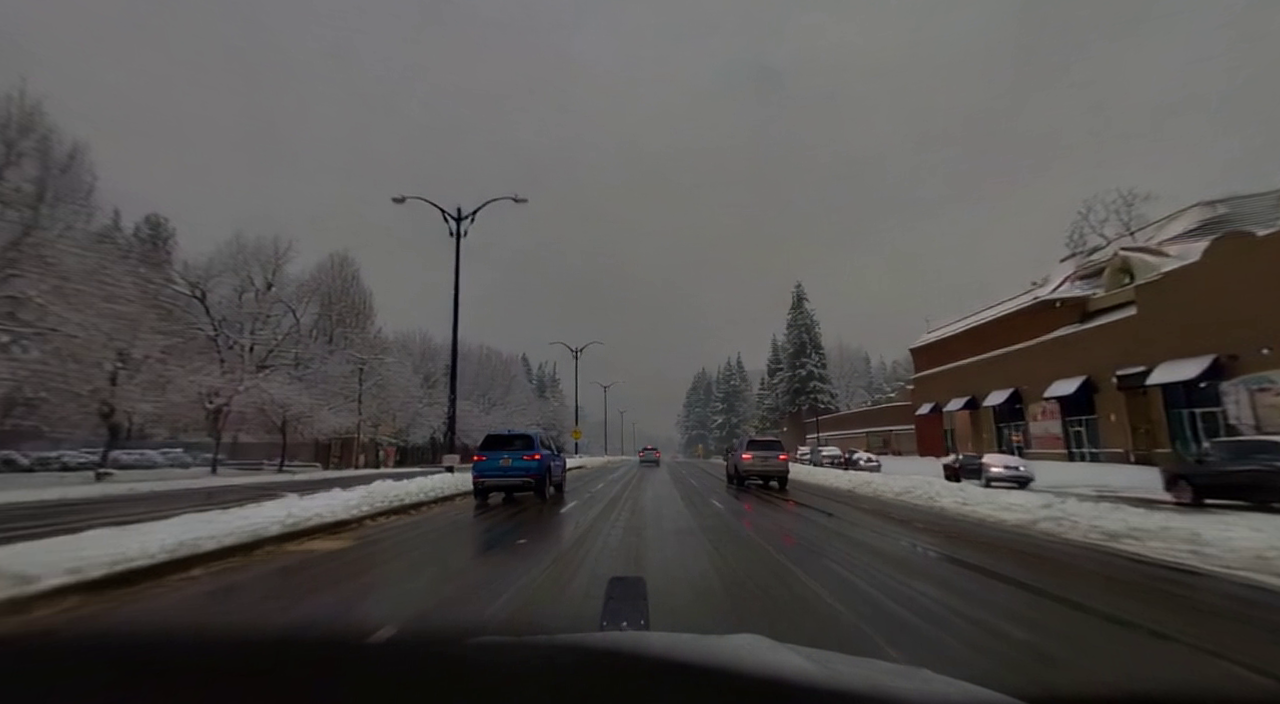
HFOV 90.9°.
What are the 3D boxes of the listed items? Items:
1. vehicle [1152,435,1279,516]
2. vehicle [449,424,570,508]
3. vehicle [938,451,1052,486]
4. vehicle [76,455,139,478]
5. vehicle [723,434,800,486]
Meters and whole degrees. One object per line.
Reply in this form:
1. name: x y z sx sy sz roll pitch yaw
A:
1. vehicle: 14.865 2.797 14.377 1.932 1.748 4.741 1 -9 -8
2. vehicle: -3.091 2.820 15.991 2.047 1.810 4.414 0 -8 1
3. vehicle: 15.790 5.161 28.089 4.133 1.475 1.833 2 -9 -11
4. vehicle: -38.191 8.183 45.175 4.355 1.541 1.919 -6 -9 29
5. vehicle: 4.518 4.086 24.151 2.083 1.779 4.347 0 -8 0
